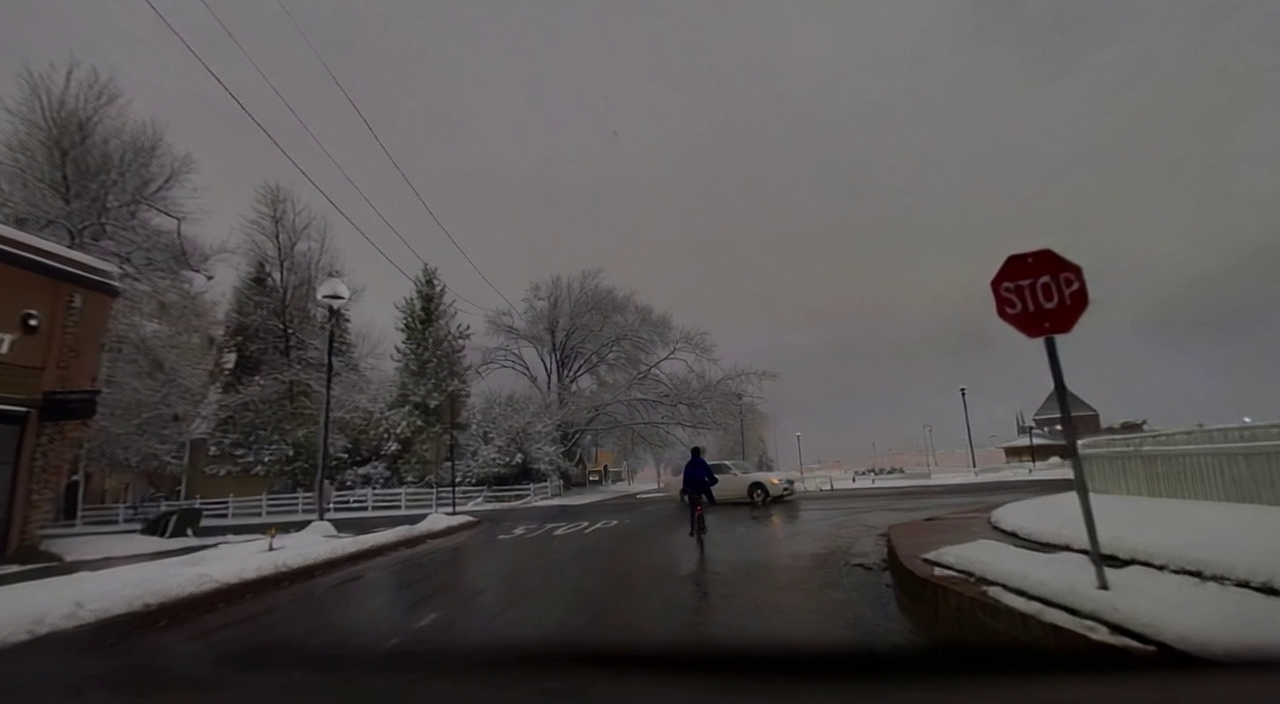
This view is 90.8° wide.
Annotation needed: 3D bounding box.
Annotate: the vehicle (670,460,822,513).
[{"bbox_3d":[3.503,4.566,22.059,2.112,1.479,5.323,6,-10,-34],"label":"vehicle"}]
